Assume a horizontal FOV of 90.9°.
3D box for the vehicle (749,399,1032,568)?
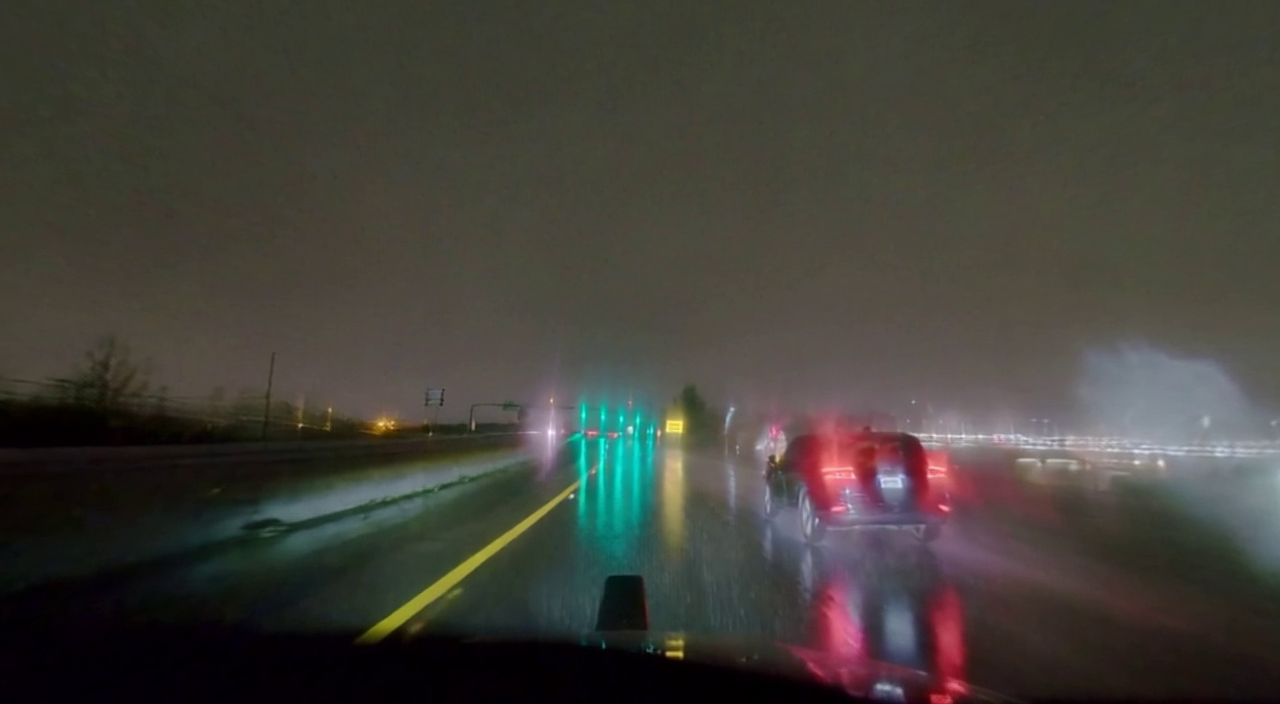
[{"bbox_3d":[2.954,1.660,8.653,2.059,1.715,4.192,0,-8,-1],"label":"vehicle"}]
